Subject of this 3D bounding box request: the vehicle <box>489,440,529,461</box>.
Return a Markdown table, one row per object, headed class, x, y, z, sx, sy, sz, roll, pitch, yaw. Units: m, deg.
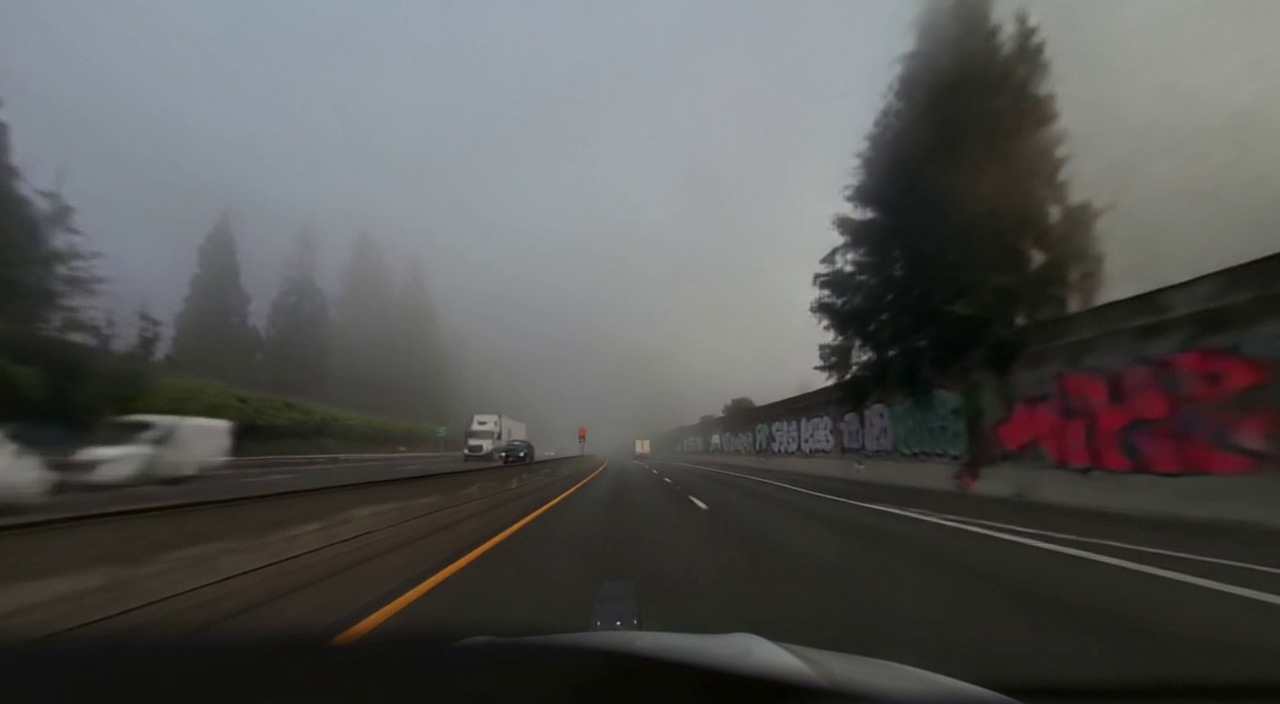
| class | x | y | z | sx | sy | sz | roll | pitch | yaw |
| --- | --- | --- | --- | --- | --- | --- | --- | --- | --- |
| vehicle | -10.013 | 7.598 | 48.419 | 2.121 | 1.540 | 4.733 | 0 | -9 | -1 |
